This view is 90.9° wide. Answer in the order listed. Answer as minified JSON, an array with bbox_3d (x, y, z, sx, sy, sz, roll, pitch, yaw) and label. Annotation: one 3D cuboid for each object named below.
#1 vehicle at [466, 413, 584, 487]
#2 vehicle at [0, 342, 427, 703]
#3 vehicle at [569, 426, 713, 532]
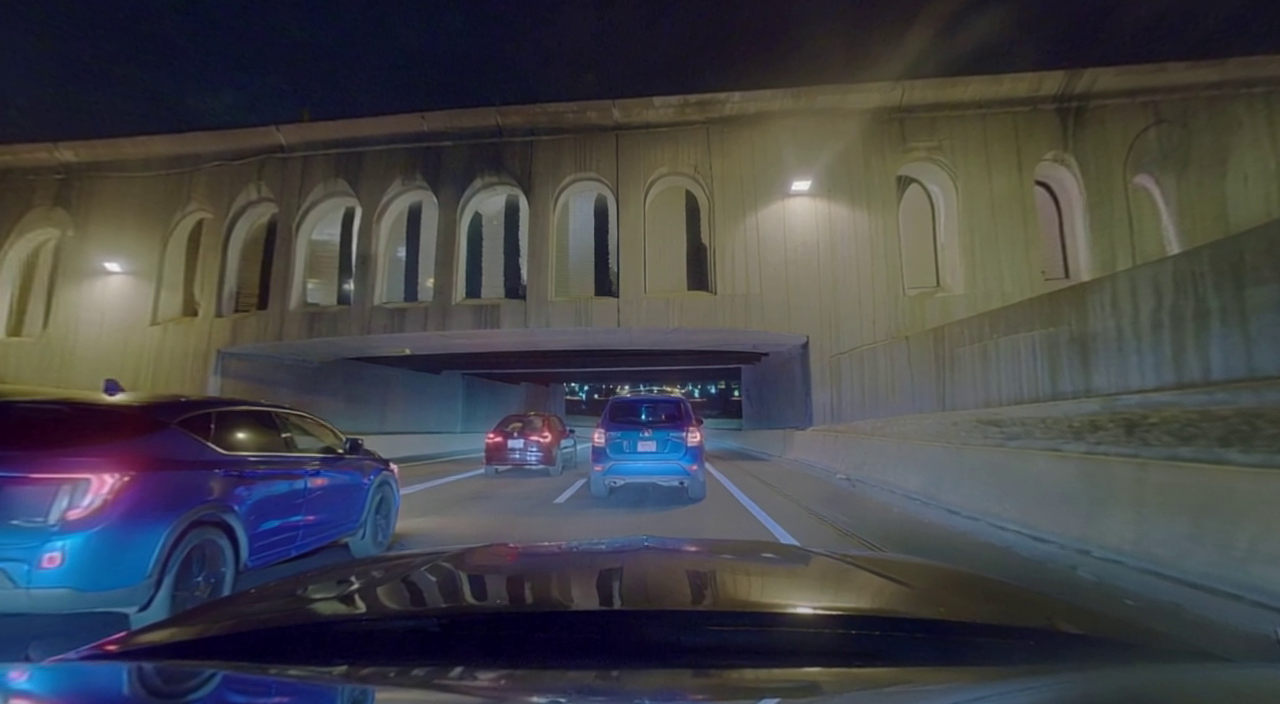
[{"bbox_3d":[-3.323,3.029,19.644,2.329,1.948,5.800,-1,-8,3],"label":"vehicle"},{"bbox_3d":[-3.535,1.168,4.974,2.017,1.761,4.572,0,-8,1],"label":"vehicle"},{"bbox_3d":[0.076,2.099,10.978,2.020,1.478,4.092,0,-8,2],"label":"vehicle"}]
